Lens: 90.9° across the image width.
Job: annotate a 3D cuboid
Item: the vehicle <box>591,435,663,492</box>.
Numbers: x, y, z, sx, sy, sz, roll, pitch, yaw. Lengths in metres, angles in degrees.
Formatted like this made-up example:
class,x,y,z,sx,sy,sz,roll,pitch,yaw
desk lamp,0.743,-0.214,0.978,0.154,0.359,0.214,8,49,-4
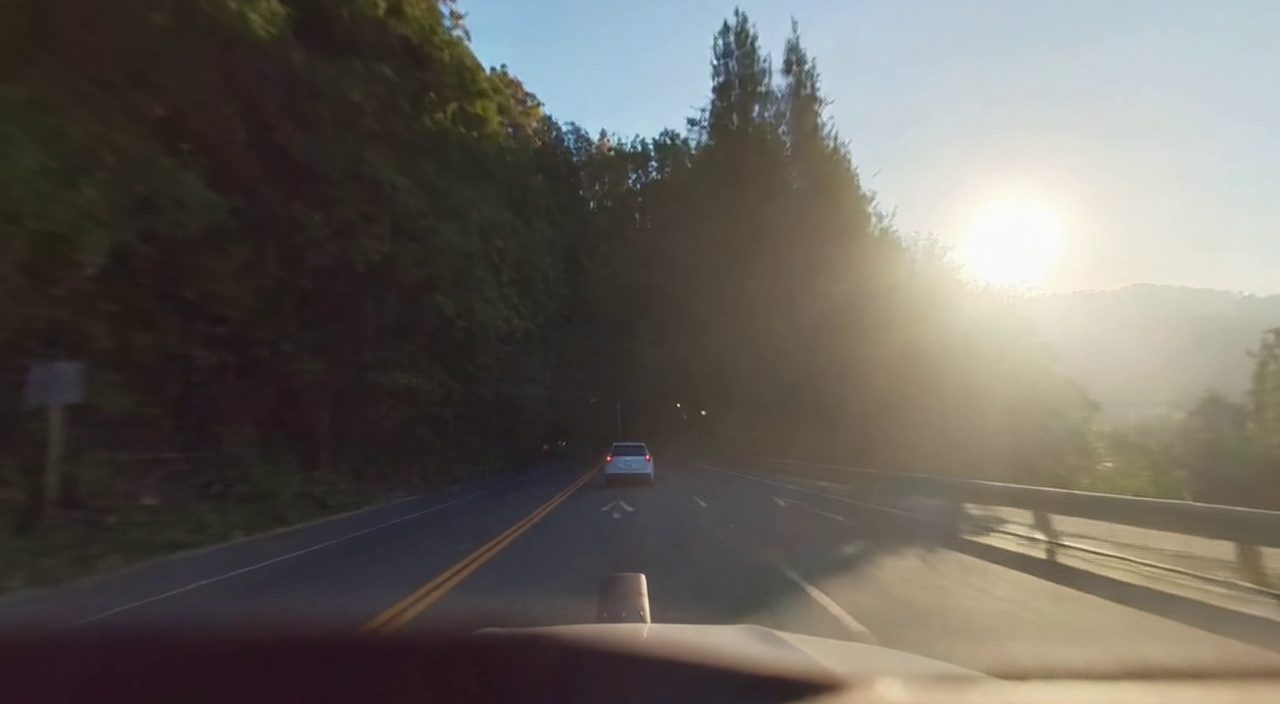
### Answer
class,x,y,z,sx,sy,sz,roll,pitch,yaw
vehicle,-0.412,3.474,19.877,2.037,1.601,3.643,0,-9,-1
